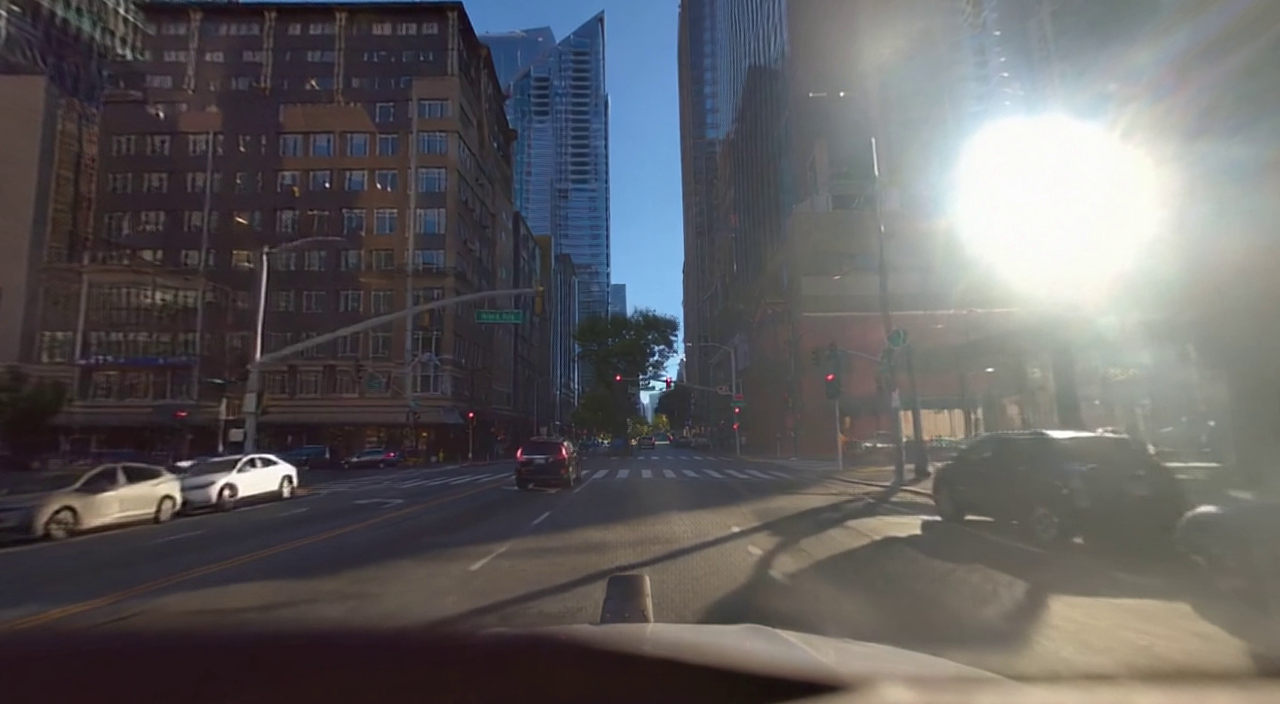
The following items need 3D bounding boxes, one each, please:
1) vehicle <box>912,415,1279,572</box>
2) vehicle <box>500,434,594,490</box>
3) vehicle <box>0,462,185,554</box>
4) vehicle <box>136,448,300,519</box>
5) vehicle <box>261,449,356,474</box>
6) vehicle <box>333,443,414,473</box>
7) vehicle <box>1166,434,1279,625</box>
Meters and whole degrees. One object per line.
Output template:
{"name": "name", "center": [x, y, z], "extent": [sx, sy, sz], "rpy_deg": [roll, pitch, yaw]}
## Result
{"name": "vehicle", "center": [6.019, 1.880, 9.243], "extent": [1.918, 1.674, 4.779], "rpy_deg": [0, -8, 0]}
{"name": "vehicle", "center": [-2.666, 3.295, 19.323], "extent": [2.014, 1.480, 4.780], "rpy_deg": [0, -8, 2]}
{"name": "vehicle", "center": [-12.280, 3.174, 13.486], "extent": [1.808, 1.475, 4.550], "rpy_deg": [0, -8, -2]}
{"name": "vehicle", "center": [-12.185, 3.754, 18.638], "extent": [1.890, 1.781, 4.331], "rpy_deg": [0, -8, -2]}
{"name": "vehicle", "center": [-21.128, 7.004, 40.330], "extent": [4.791, 1.506, 2.244], "rpy_deg": [0, -8, 0]}
{"name": "vehicle", "center": [-20.890, 8.303, 49.559], "extent": [5.283, 1.959, 2.453], "rpy_deg": [-3, -8, 0]}
{"name": "vehicle", "center": [5.823, 1.198, 3.651], "extent": [1.760, 1.471, 4.453], "rpy_deg": [0, -8, 1]}
